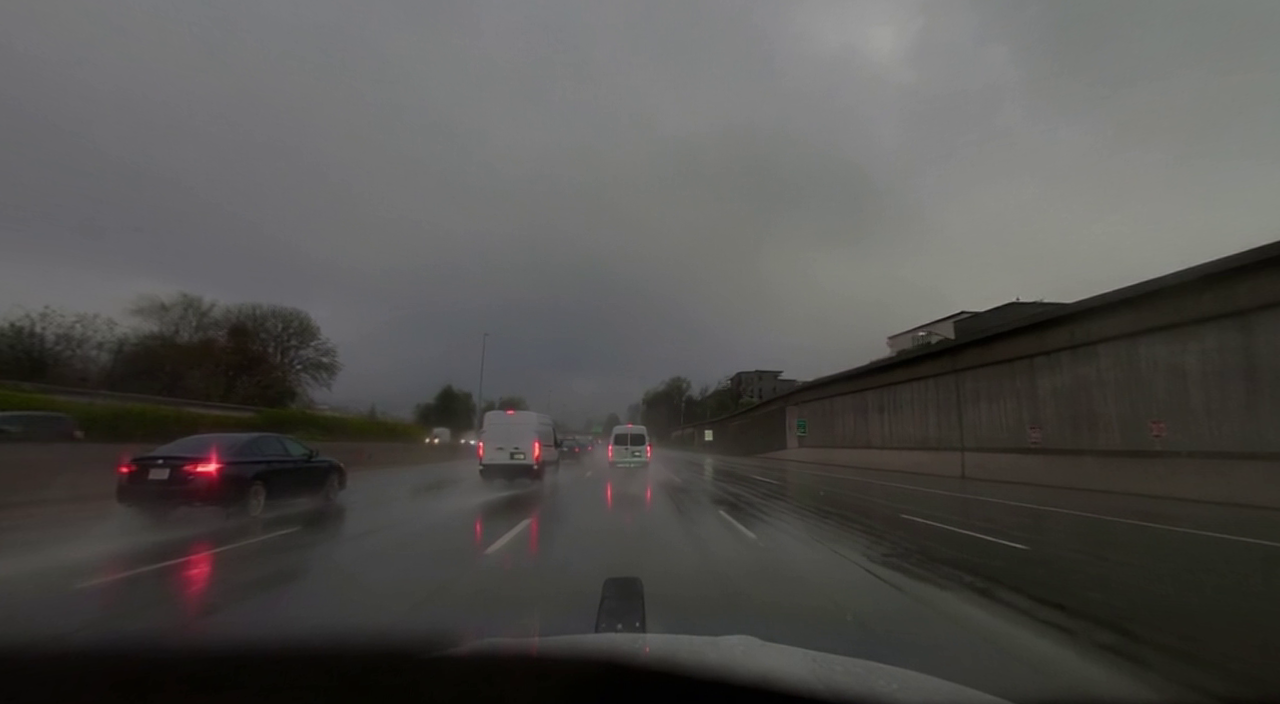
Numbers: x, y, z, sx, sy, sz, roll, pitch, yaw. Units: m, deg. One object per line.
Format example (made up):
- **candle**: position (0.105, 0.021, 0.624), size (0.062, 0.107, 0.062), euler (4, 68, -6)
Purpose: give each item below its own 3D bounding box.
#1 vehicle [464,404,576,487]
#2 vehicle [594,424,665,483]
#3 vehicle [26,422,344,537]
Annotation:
- **vehicle**: position (-3.657, 3.057, 20.611), size (2.504, 2.276, 5.933), euler (0, -9, 0)
- **vehicle**: position (-0.316, 3.477, 21.673), size (2.207, 1.807, 4.199), euler (0, -9, 0)
- **vehicle**: position (-7.075, 2.021, 10.625), size (1.959, 1.493, 4.575), euler (0, -9, 0)
